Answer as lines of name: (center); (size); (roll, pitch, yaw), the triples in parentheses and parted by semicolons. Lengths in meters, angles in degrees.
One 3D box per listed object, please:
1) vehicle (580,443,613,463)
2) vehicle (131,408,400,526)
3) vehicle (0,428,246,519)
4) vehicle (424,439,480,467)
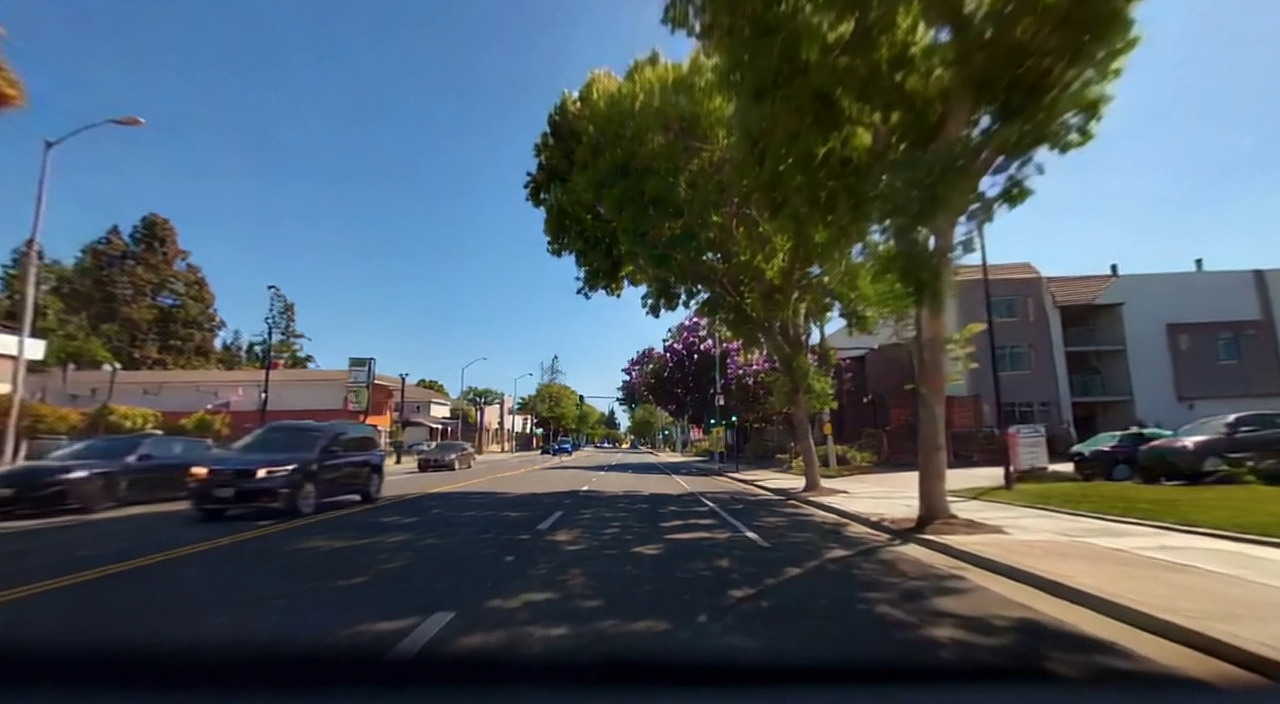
vehicle: (-3.219, 7.588, 47.719); (2.122, 1.469, 4.388); (0, -8, 0)
vehicle: (-6.734, 2.132, 12.228); (2.322, 1.819, 4.651); (0, -8, 0)
vehicle: (-10.070, 2.241, 12.236); (2.012, 1.429, 4.462); (0, -8, 0)
vehicle: (-10.488, 5.678, 35.584); (1.952, 1.422, 4.305); (-1, -8, -1)
